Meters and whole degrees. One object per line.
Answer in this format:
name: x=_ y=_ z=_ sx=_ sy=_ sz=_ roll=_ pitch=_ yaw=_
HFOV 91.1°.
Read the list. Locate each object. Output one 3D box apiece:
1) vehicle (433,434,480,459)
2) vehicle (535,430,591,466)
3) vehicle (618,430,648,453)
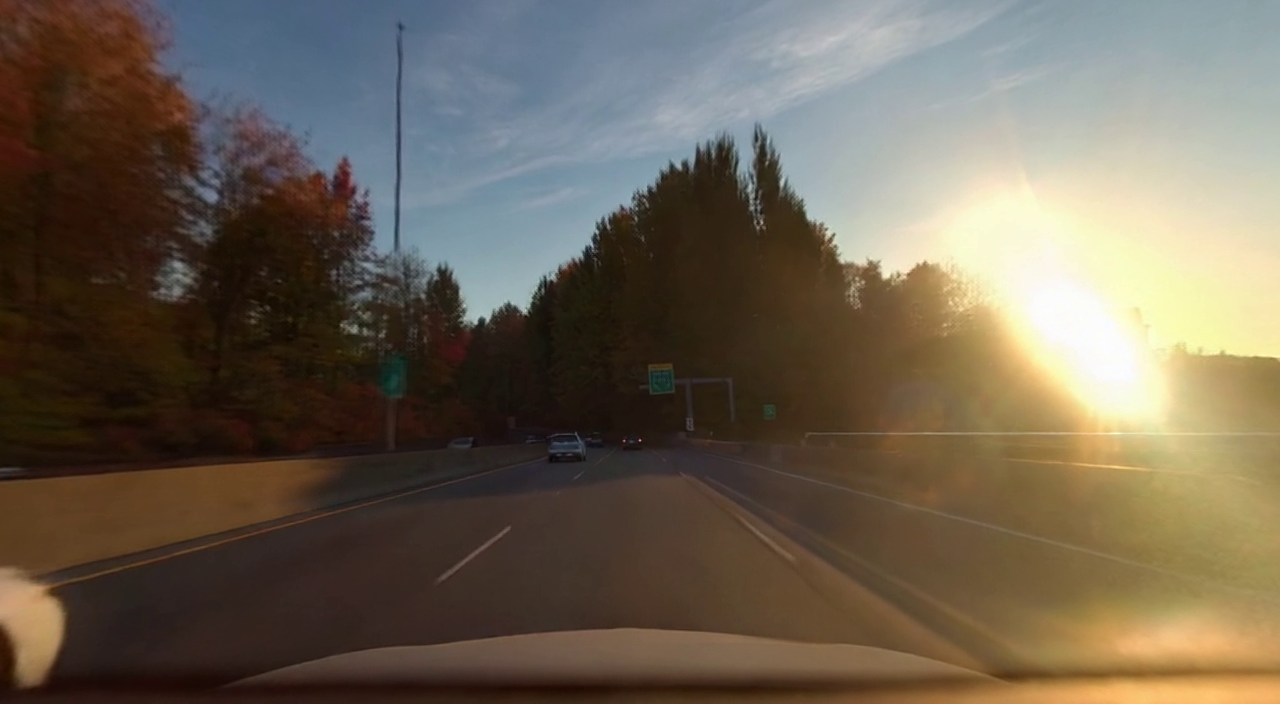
vehicle: x=-12.153 y=6.277 z=41.995 sx=1.872 sy=1.550 sz=4.089 roll=0 pitch=-8 yaw=0
vehicle: x=-3.383 y=4.301 z=28.495 sx=1.989 sy=1.497 sz=4.645 roll=0 pitch=-8 yaw=0
vehicle: x=-0.523 y=6.378 z=44.900 sx=2.054 sy=1.609 sz=3.859 roll=0 pitch=-8 yaw=-1
